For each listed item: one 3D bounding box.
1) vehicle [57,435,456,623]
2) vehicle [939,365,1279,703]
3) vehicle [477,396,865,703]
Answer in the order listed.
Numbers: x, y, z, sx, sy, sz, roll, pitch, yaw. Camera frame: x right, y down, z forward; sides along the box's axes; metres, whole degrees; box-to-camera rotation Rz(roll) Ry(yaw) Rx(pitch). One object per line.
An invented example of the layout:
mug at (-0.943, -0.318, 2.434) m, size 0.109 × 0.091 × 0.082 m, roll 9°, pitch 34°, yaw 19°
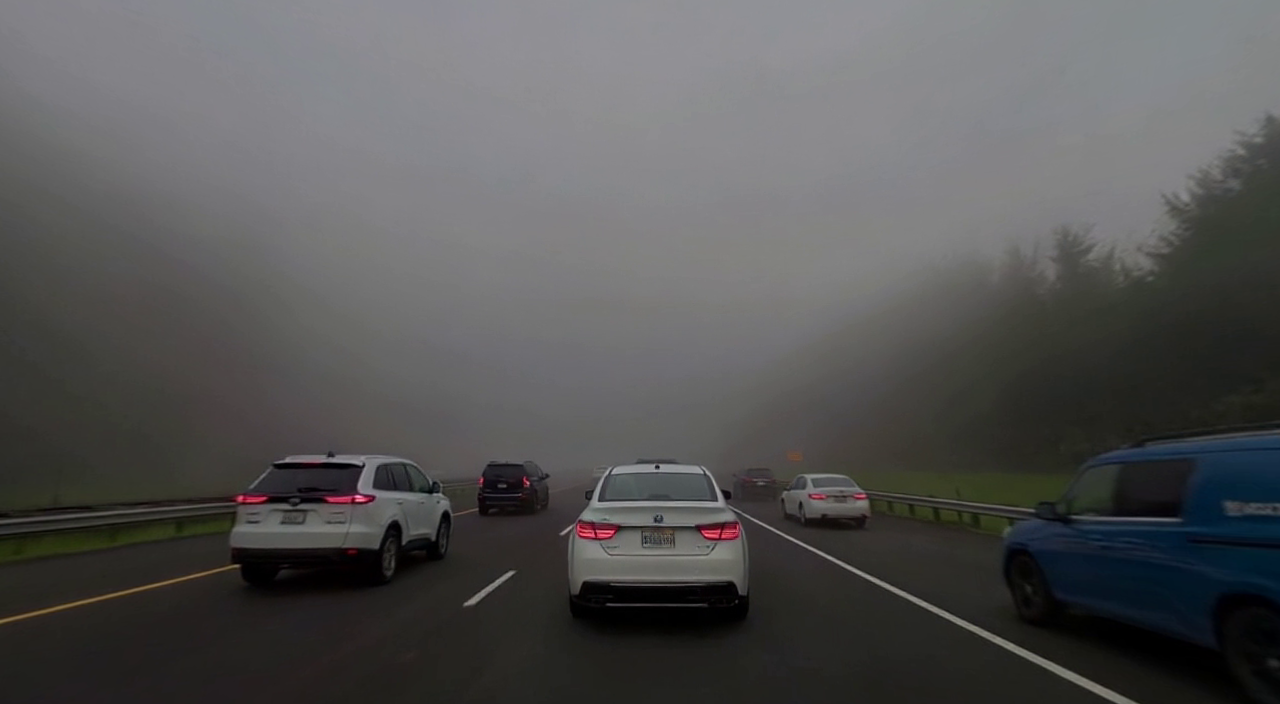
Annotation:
vehicle at (-3.897, 1.902, 7.557) m, size 1.994 × 1.556 × 4.263 m, roll 0°, pitch -11°, yaw 1°
vehicle at (4.426, 1.333, 4.984) m, size 1.984 × 1.876 × 4.287 m, roll 1°, pitch -11°, yaw 0°
vehicle at (0.135, 1.495, 5.499) m, size 2.057 × 1.725 × 4.126 m, roll 1°, pitch -11°, yaw -1°
